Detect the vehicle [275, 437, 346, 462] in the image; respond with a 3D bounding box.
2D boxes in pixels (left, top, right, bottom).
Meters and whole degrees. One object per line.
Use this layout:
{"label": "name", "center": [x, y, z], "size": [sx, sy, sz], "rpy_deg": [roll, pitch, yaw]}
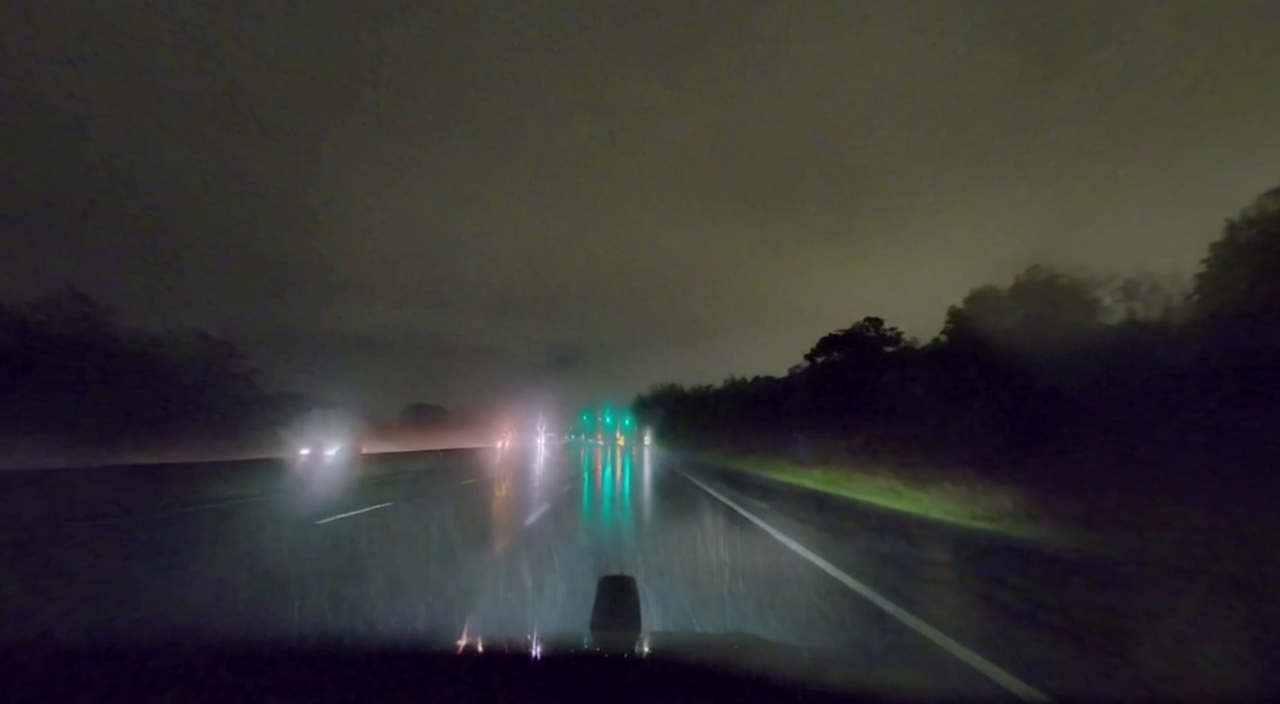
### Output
{"label": "vehicle", "center": [-20.480, 6.069, 39.320], "size": [2.148, 1.484, 4.446], "rpy_deg": [0, -8, -2]}
